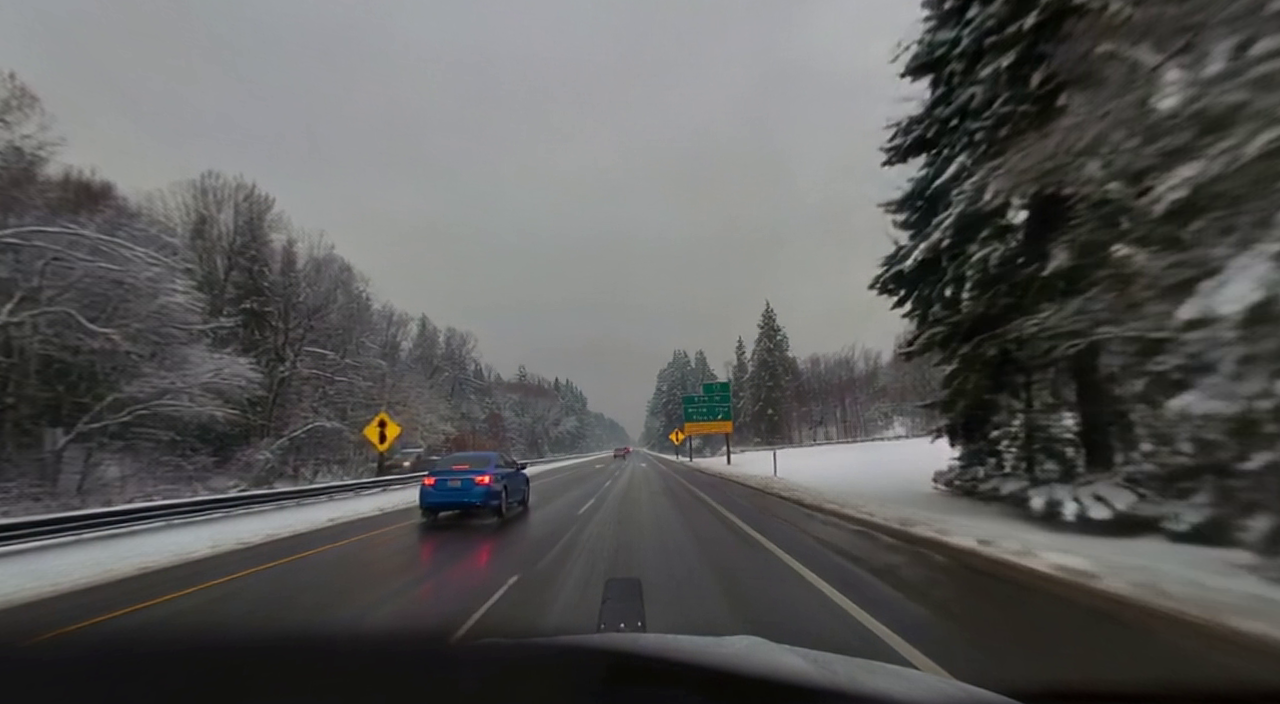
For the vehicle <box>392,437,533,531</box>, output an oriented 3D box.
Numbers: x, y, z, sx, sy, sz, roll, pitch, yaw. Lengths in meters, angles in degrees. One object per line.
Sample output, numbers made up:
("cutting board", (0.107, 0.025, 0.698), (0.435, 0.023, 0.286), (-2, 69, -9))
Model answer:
("vehicle", (-3.266, 2.493, 12.358), (1.675, 1.537, 3.574), (0, -9, 1))
